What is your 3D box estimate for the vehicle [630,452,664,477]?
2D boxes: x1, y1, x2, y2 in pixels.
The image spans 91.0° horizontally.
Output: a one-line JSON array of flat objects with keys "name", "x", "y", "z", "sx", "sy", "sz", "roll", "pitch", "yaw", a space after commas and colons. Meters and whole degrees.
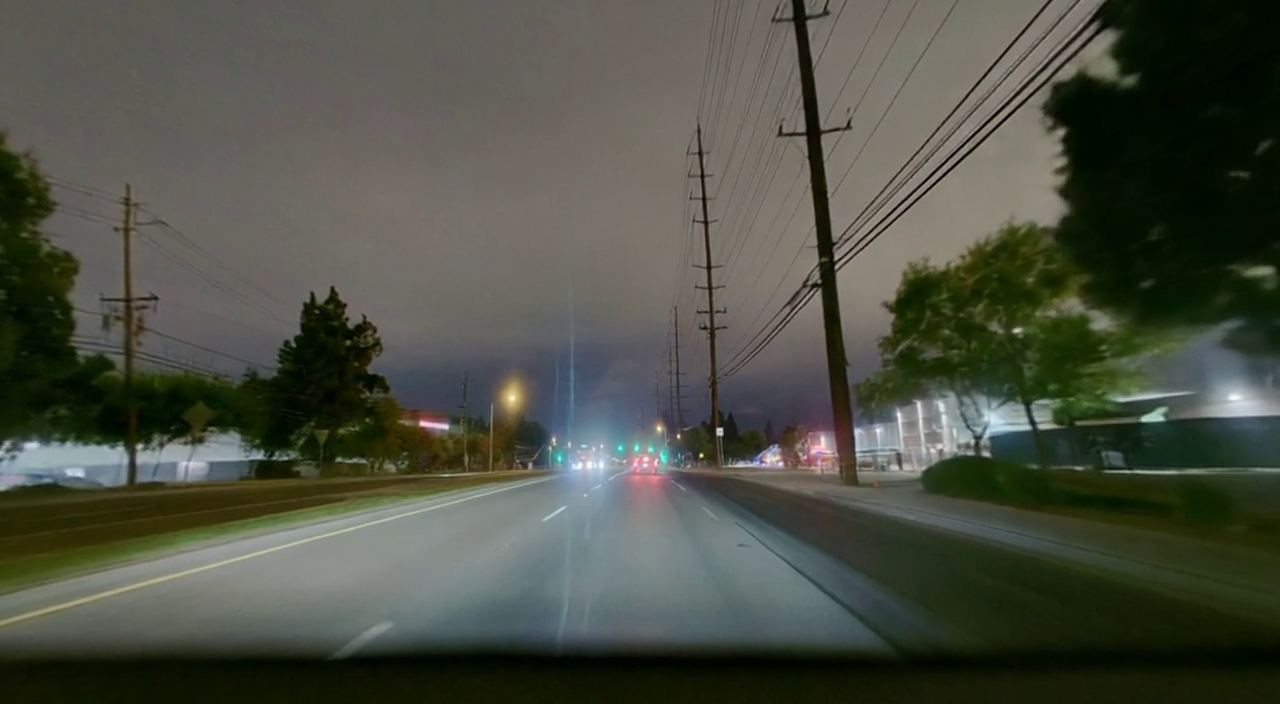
[{"name": "vehicle", "x": 0.417, "y": 7.448, "z": 41.992, "sx": 2.114, "sy": 1.492, "sz": 4.453, "roll": 0, "pitch": -8, "yaw": 0}]
